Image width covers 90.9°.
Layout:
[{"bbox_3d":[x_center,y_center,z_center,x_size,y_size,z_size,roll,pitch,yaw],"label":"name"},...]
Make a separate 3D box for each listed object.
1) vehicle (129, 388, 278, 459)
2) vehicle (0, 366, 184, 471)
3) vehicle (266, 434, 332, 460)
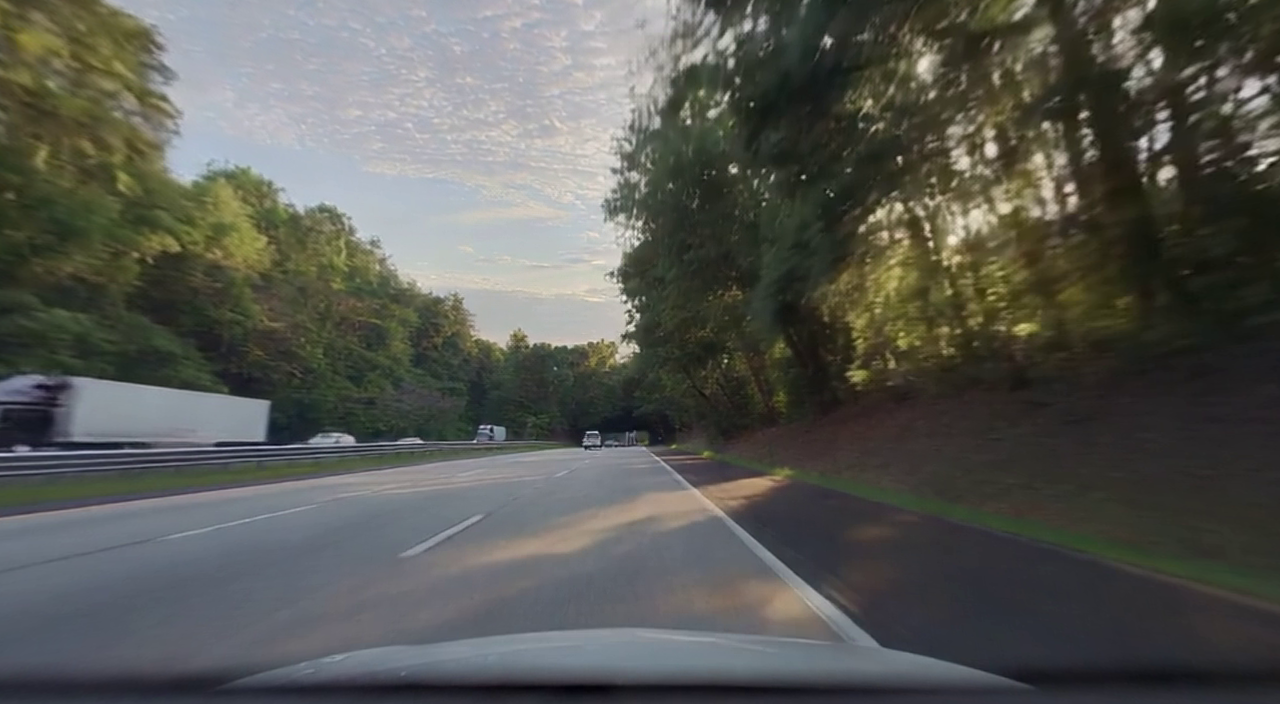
[{"bbox_3d":[-24.332,4.131,35.790,2.814,3.541,7.810,0,-8,-1],"label":"vehicle"},{"bbox_3d":[-24.130,2.875,26.234,2.975,3.670,9.888,0,-8,-1],"label":"vehicle"},{"bbox_3d":[-20.624,5.753,38.267,1.823,1.457,4.109,0,-8,-2],"label":"vehicle"}]
